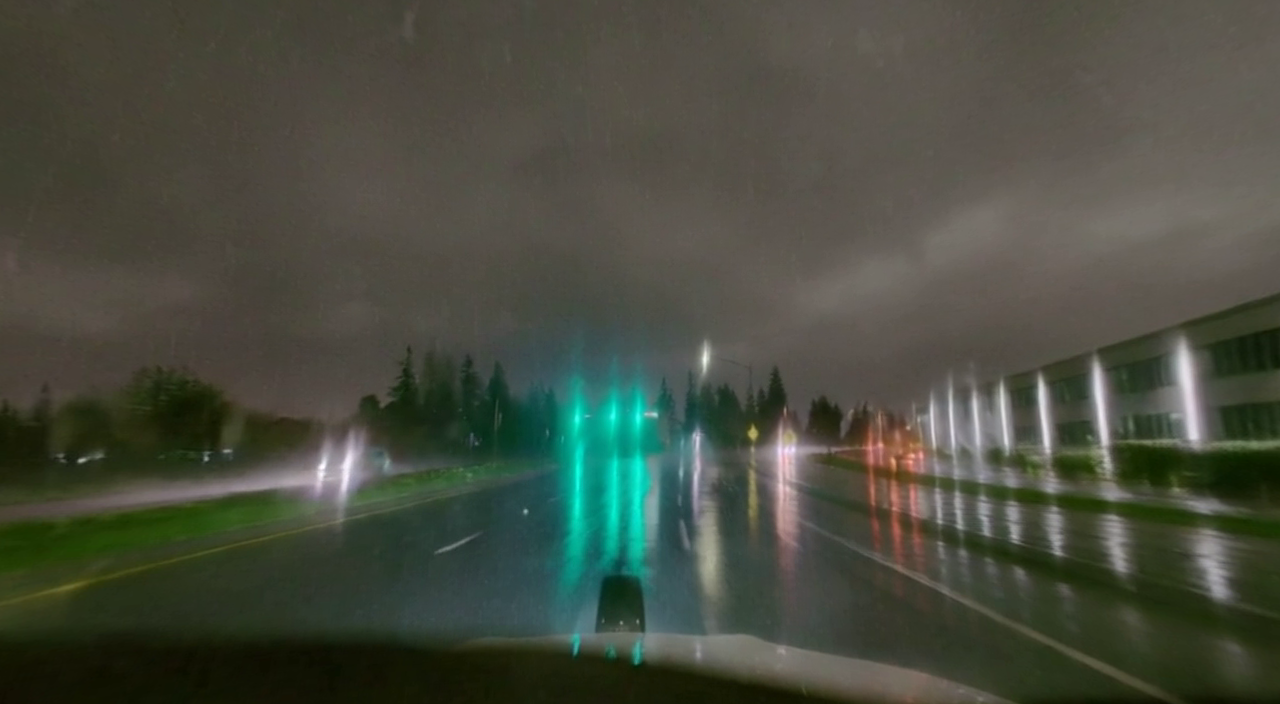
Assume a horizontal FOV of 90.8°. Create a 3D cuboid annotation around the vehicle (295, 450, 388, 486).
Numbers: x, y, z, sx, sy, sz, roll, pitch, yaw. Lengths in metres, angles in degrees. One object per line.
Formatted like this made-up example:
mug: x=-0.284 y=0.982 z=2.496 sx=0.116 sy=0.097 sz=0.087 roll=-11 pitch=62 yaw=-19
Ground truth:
vehicle: x=-14.028 y=5.461 z=30.013 sx=1.842 sy=1.529 sz=4.356 roll=-2 pitch=-9 yaw=8
